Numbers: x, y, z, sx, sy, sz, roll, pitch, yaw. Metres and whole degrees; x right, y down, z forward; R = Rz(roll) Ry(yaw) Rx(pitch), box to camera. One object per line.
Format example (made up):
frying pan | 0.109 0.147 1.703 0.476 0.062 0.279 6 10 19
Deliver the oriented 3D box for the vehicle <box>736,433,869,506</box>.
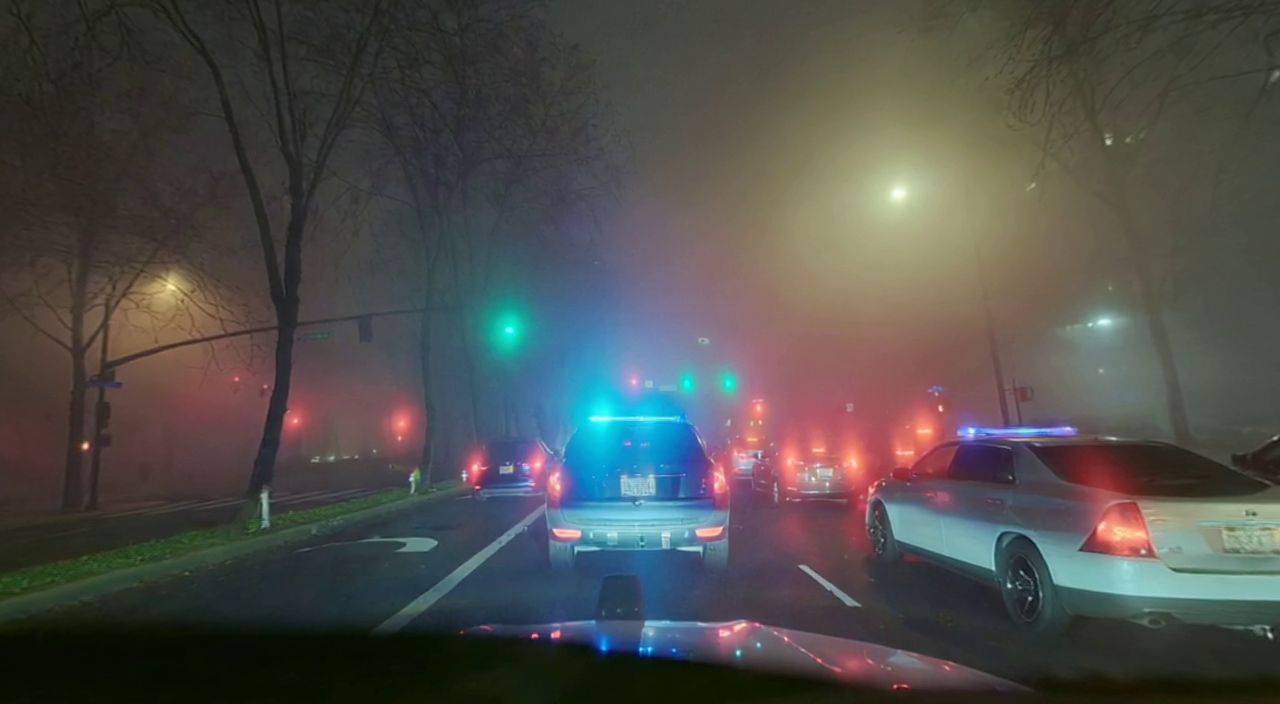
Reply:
vehicle | 3.646 2.711 15.068 1.940 1.474 4.234 0 -8 -1

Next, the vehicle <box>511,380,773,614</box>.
vehicle | -0.036 1.458 7.275 2.038 1.819 4.505 0 -8 -1

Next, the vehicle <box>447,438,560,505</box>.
vehicle | -3.308 2.983 16.213 1.913 1.464 4.276 0 -8 0

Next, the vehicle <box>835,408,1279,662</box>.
vehicle | 3.636 1.417 6.079 1.995 1.483 4.533 0 -8 -1
